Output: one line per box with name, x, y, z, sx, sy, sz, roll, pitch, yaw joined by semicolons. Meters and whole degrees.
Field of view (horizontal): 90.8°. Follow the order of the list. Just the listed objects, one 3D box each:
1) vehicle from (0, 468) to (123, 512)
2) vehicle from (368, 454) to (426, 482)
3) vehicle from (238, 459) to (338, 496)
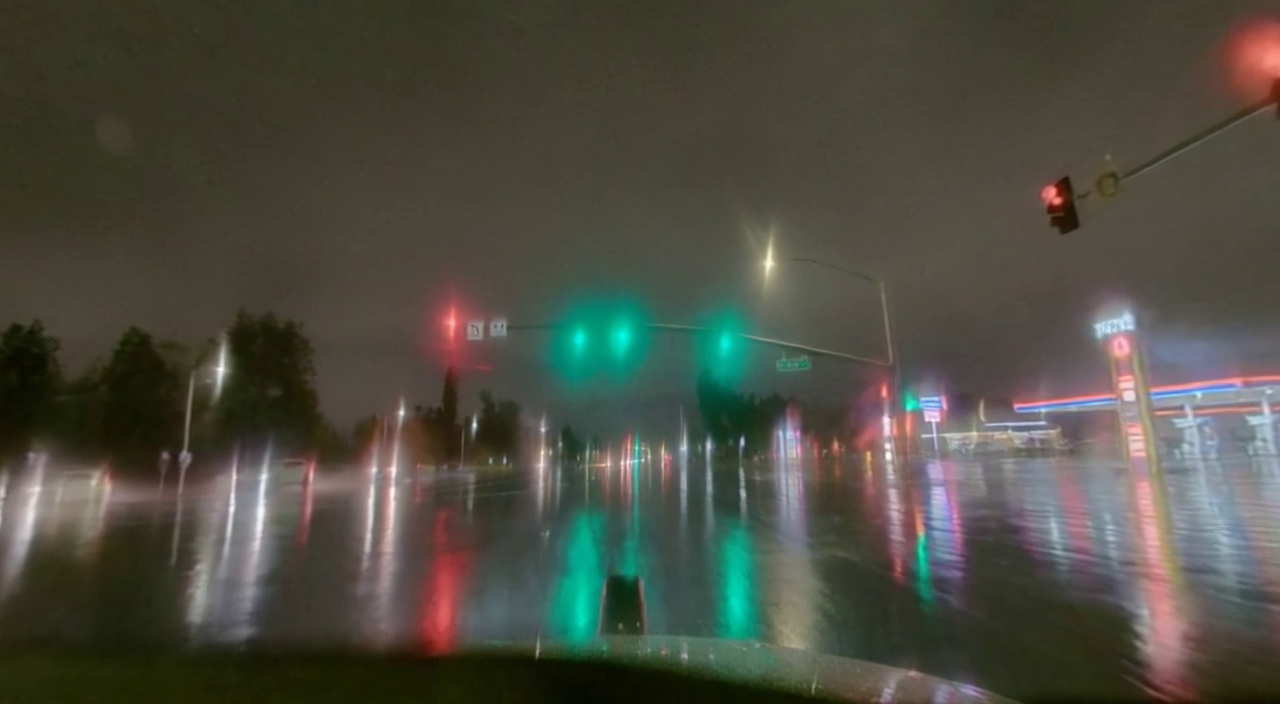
vehicle;-24.530;5.687;26.435;1.895;1.483;4.790;0;-9;-3
vehicle;-15.480;7.396;40.450;2.053;1.598;4.336;0;-9;-1
vehicle;-15.340;5.464;27.844;1.920;1.434;4.328;0;-9;0
